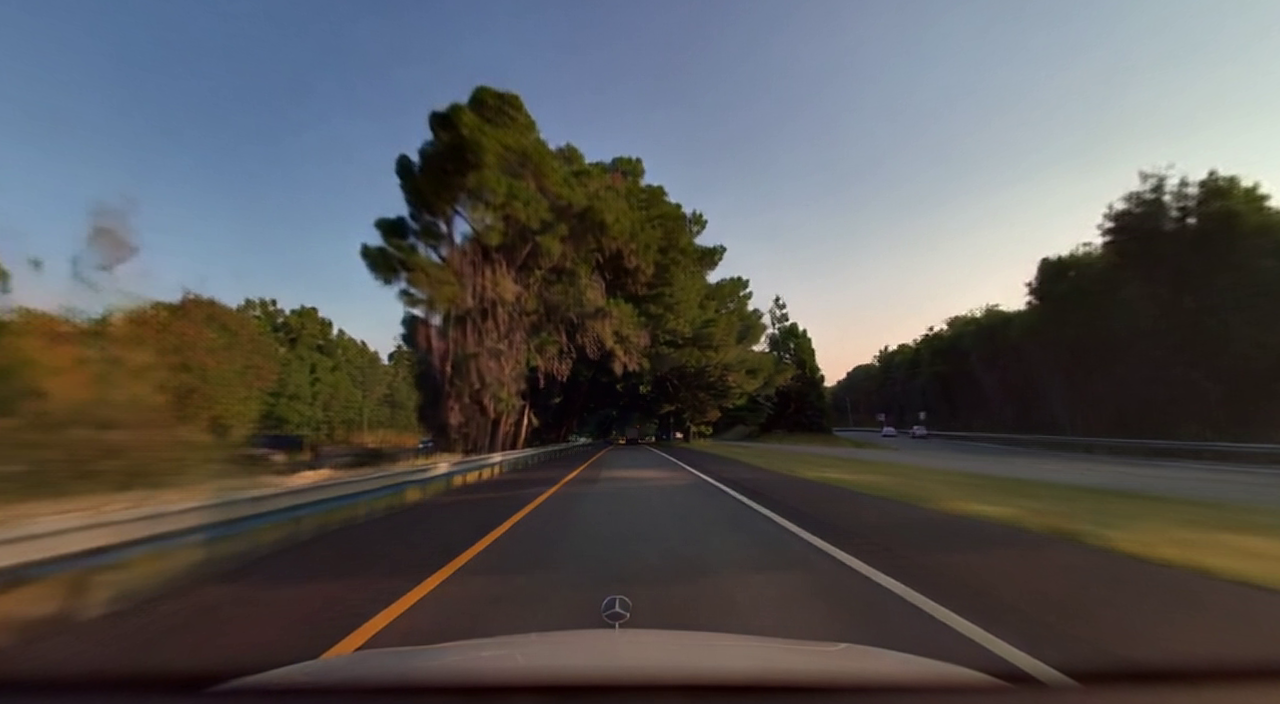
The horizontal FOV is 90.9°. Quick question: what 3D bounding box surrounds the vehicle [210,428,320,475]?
[{"bbox_3d":[-16.910,4.497,28.733,2.068,1.935,4.791,0,-8,0],"label":"vehicle"}]
